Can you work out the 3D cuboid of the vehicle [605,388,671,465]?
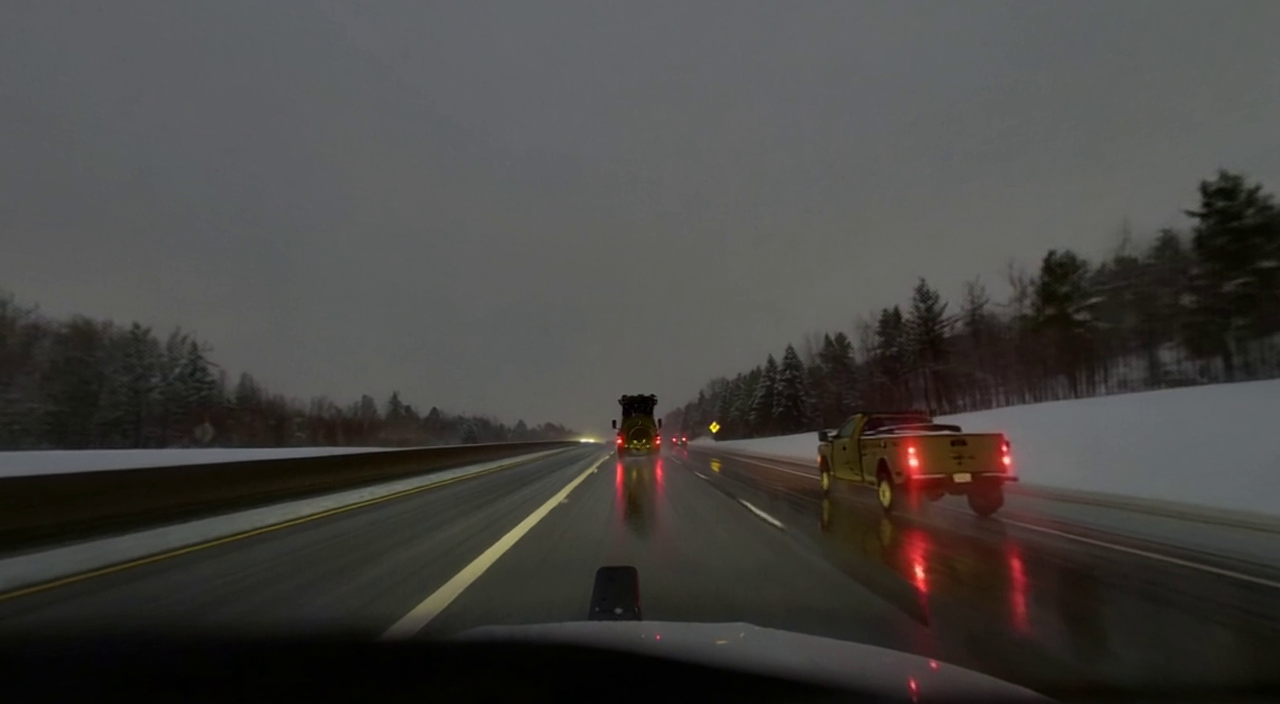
[{"bbox_3d":[-0.321,4.091,34.684,2.953,3.406,13.372,1,-7,-2],"label":"vehicle"}]

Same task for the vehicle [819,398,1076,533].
[{"bbox_3d":[4.869,1.852,10.956,2.091,1.829,4.625,0,-8,-1],"label":"vehicle"}]

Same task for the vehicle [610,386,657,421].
[{"bbox_3d":[-0.290,2.525,30.354,2.112,1.472,4.240,0,-8,0],"label":"vehicle"}]
